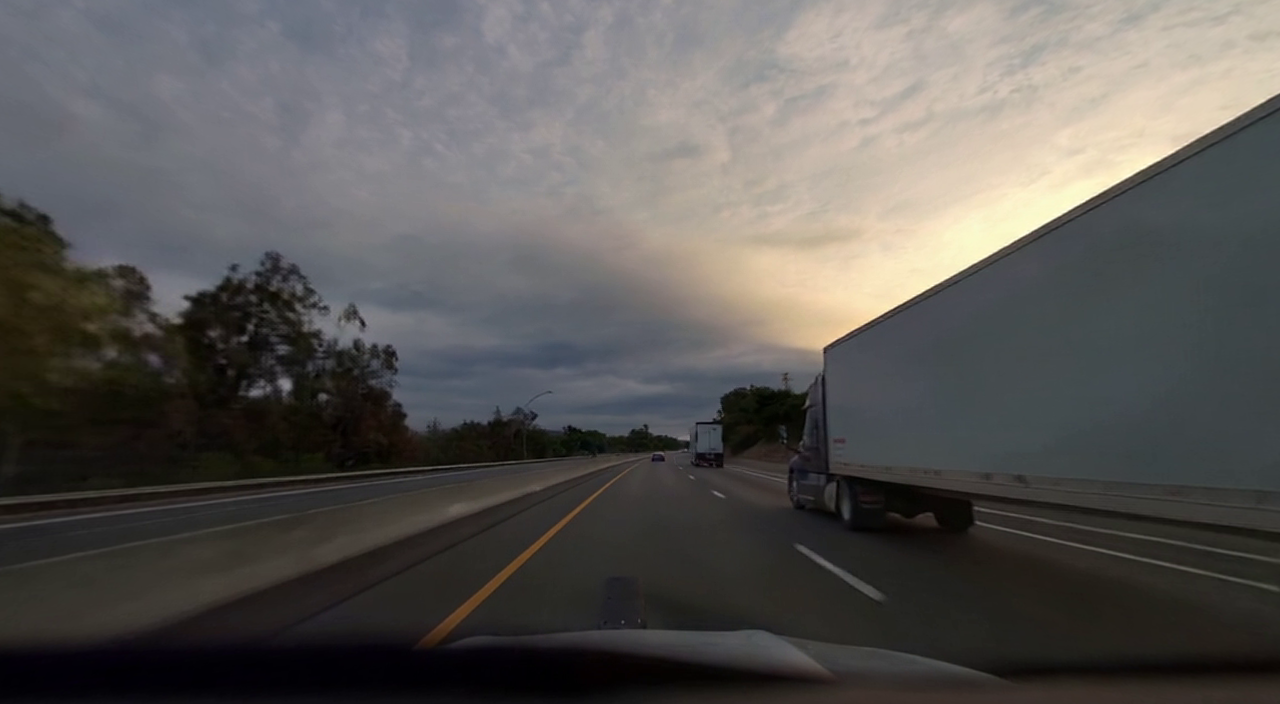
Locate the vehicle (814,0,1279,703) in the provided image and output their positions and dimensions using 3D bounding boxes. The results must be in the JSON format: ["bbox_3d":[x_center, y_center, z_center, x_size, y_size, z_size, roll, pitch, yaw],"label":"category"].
[{"bbox_3d":[4.309,0.228,4.205,2.866,3.558,11.674,0,-9,-1],"label":"vehicle"}]

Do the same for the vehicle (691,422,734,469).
[{"bbox_3d":[5.494,7.295,48.948,2.682,3.349,7.138,0,-9,2],"label":"vehicle"}]
